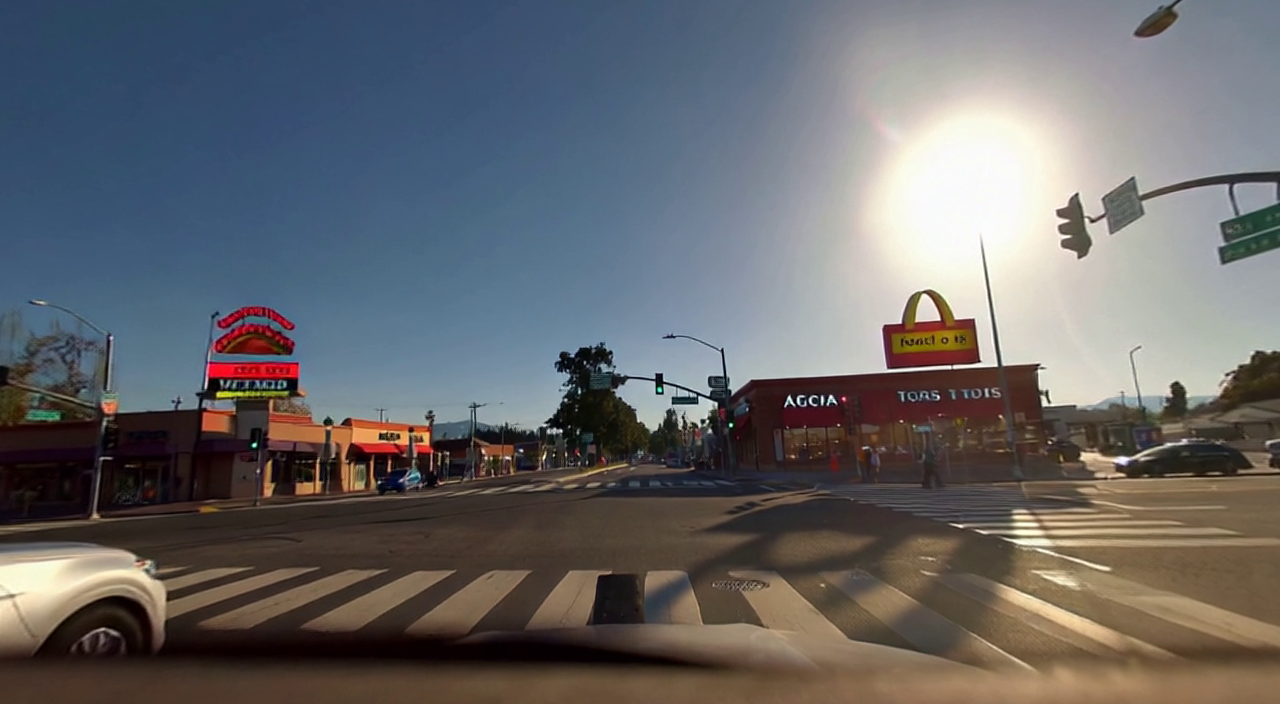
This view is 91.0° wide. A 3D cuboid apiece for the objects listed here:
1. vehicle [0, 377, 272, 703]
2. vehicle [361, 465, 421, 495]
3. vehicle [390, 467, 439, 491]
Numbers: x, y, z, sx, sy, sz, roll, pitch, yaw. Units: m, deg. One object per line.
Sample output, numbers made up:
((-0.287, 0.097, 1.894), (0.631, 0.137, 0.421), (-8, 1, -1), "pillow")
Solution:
((-3.411, 0.812, 1.580), (2.081, 1.644, 4.523), (0, -9, 2), "vehicle")
((-19.221, 9.897, 48.945), (2.227, 2.033, 5.614), (0, -9, 2), "vehicle")
((-15.755, 8.904, 44.214), (1.931, 1.471, 4.152), (0, -9, 0), "vehicle")
